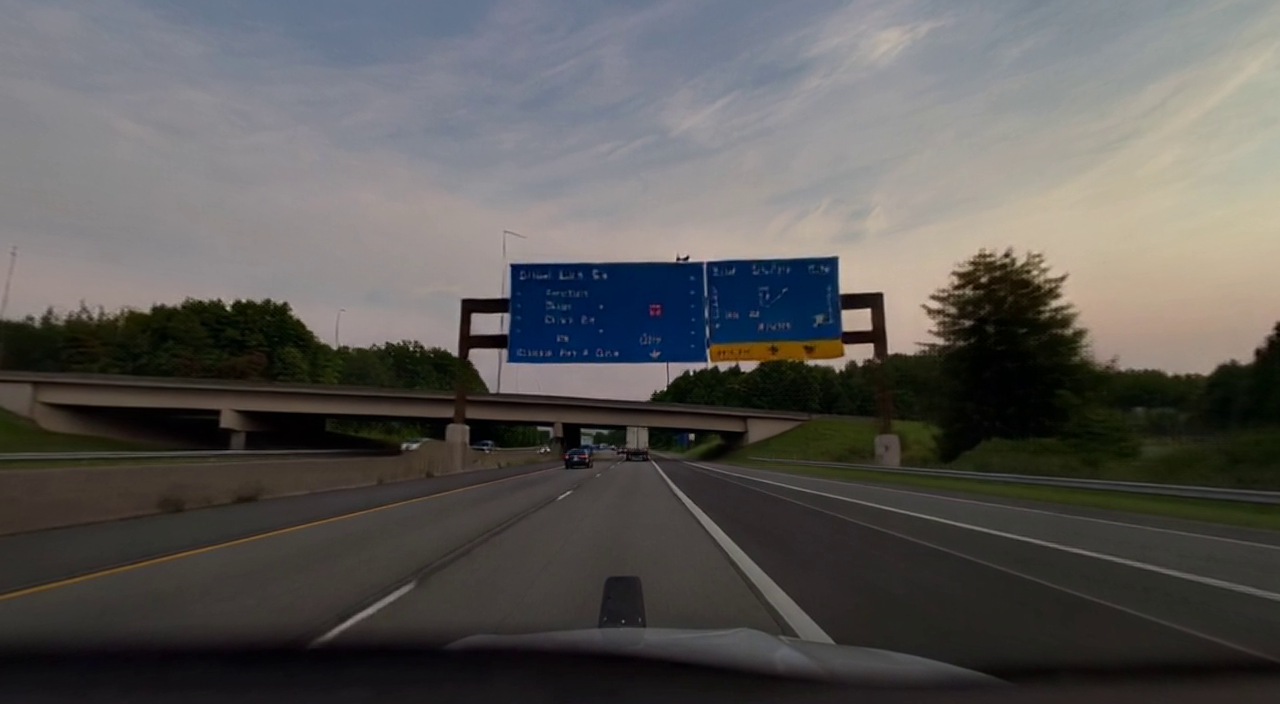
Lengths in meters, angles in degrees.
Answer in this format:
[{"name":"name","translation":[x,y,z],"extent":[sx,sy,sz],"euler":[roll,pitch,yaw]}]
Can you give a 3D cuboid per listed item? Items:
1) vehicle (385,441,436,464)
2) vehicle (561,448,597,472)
[{"name":"vehicle","translation":[-16.109,7.054,44.426],"extent":[1.936,1.518,4.340],"euler":[0,-9,0]},{"name":"vehicle","translation":[-4.186,7.423,43.567],"extent":[2.042,1.526,4.516],"euler":[0,-9,0]}]
